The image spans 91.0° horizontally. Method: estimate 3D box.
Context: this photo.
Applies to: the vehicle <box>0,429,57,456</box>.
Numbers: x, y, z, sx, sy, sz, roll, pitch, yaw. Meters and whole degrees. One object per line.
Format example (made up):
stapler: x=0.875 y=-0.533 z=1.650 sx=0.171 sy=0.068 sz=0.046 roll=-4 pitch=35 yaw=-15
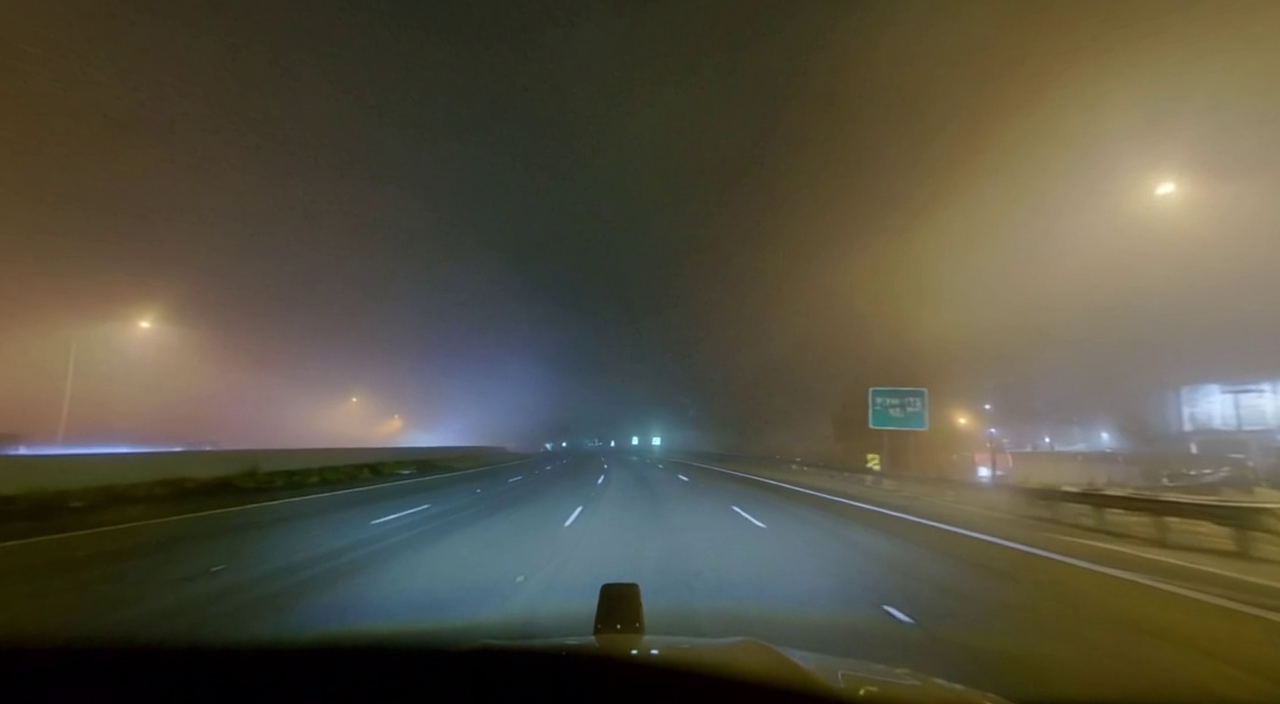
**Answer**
vehicle: x=-45.085 y=6.450 z=44.766 sx=2.254 sy=1.840 sz=5.338 roll=0 pitch=-9 yaw=-2
